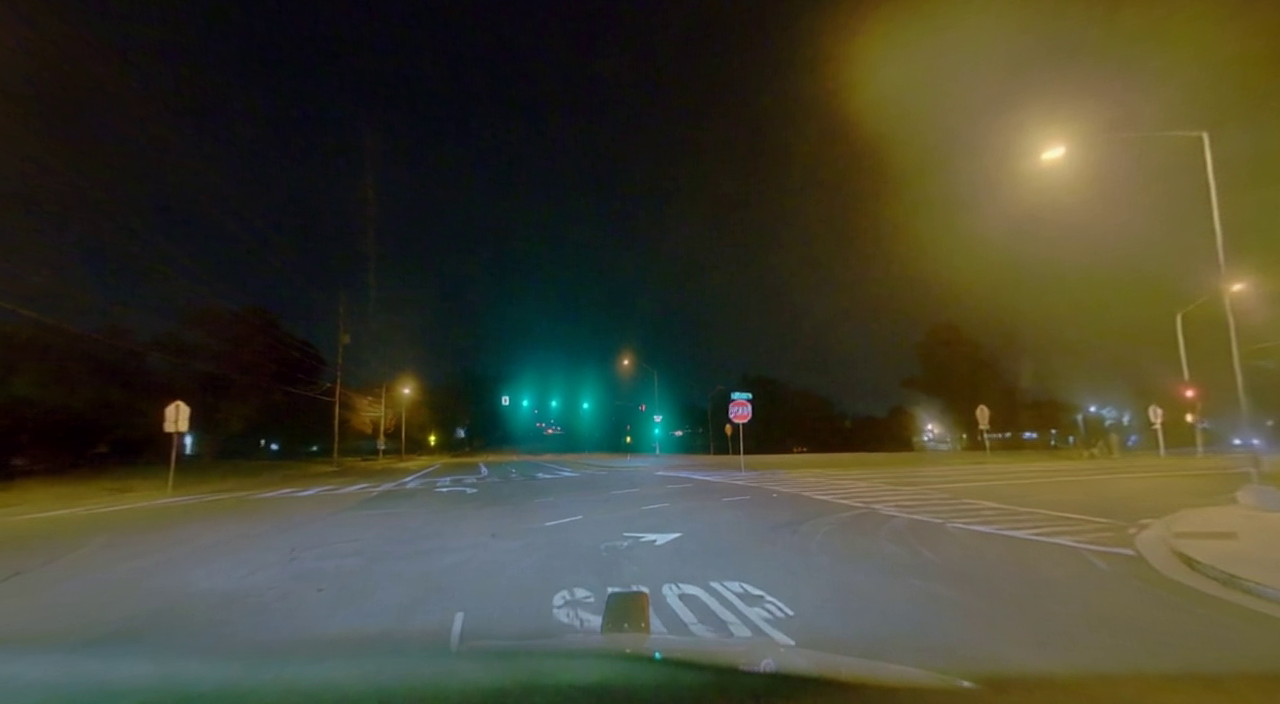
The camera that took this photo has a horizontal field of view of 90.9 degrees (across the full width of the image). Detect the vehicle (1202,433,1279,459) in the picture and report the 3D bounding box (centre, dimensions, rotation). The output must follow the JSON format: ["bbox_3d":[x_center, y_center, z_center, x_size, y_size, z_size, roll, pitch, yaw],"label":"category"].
[{"bbox_3d":[47.186,7.181,48.065,2.192,1.897,5.871,4,-9,-27],"label":"vehicle"}]
